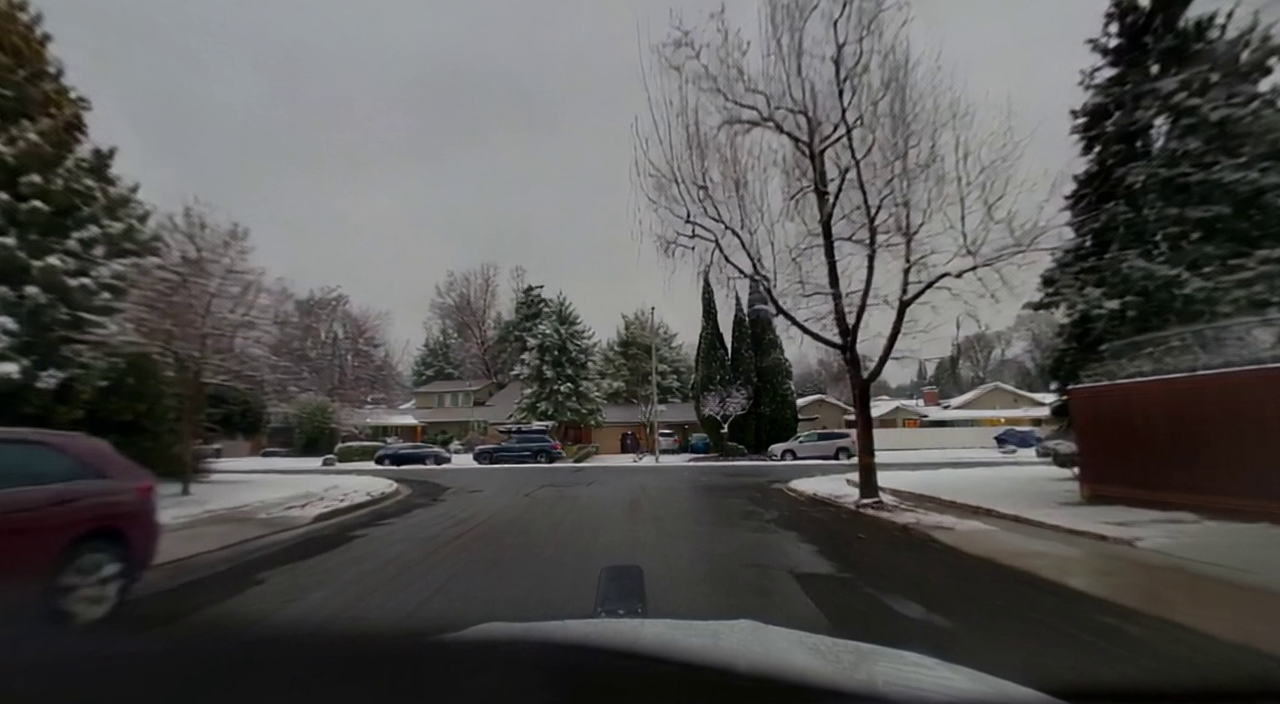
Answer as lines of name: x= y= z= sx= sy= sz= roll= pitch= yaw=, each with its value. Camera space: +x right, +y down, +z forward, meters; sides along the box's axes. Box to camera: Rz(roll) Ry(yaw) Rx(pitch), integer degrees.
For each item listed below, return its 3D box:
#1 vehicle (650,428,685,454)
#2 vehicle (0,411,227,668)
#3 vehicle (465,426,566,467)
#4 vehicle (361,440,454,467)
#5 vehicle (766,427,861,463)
vehicle: x=2.100 y=7.012 z=49.894 sx=2.278 sy=1.969 sz=5.533 roll=0 pitch=-8 yaw=-2
vehicle: x=-5.124 y=1.228 z=4.133 sx=1.887 sy=1.660 sz=4.312 roll=0 pitch=-8 yaw=0
vehicle: x=-7.151 y=5.461 z=36.709 sx=5.419 sy=2.292 sz=2.272 roll=0 pitch=-7 yaw=-2
vehicle: x=-13.316 y=5.848 z=36.417 sx=4.650 sy=1.480 sz=1.782 roll=0 pitch=-9 yaw=-1
vehicle: x=10.029 y=5.431 z=36.846 sx=4.919 sy=1.969 sz=2.104 roll=0 pitch=-9 yaw=1
